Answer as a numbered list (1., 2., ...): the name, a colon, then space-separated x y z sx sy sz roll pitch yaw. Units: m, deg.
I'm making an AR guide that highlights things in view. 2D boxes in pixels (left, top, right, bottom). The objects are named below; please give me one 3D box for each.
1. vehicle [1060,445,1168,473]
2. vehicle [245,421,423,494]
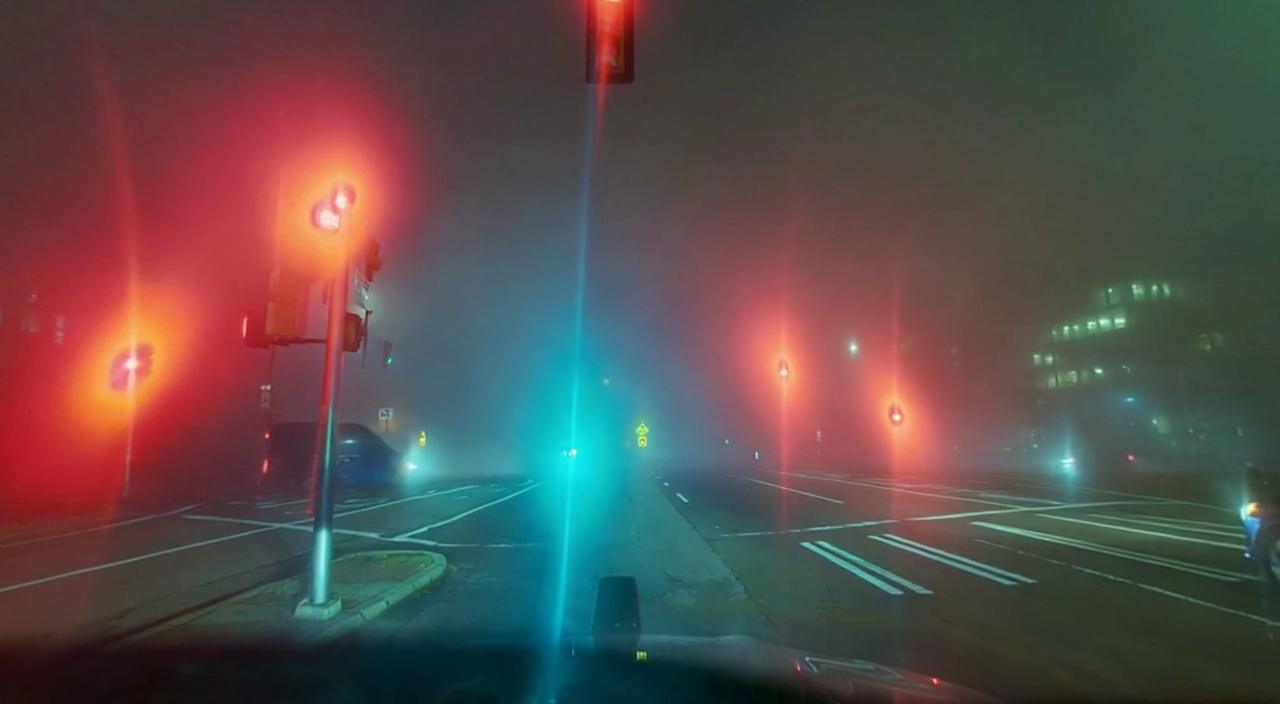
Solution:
1. vehicle: 27.810 6.270 36.899 4.736 1.542 1.966 0 -9 -1
2. vehicle: -14.010 4.874 29.442 7.088 3.096 2.678 2 -9 -18
